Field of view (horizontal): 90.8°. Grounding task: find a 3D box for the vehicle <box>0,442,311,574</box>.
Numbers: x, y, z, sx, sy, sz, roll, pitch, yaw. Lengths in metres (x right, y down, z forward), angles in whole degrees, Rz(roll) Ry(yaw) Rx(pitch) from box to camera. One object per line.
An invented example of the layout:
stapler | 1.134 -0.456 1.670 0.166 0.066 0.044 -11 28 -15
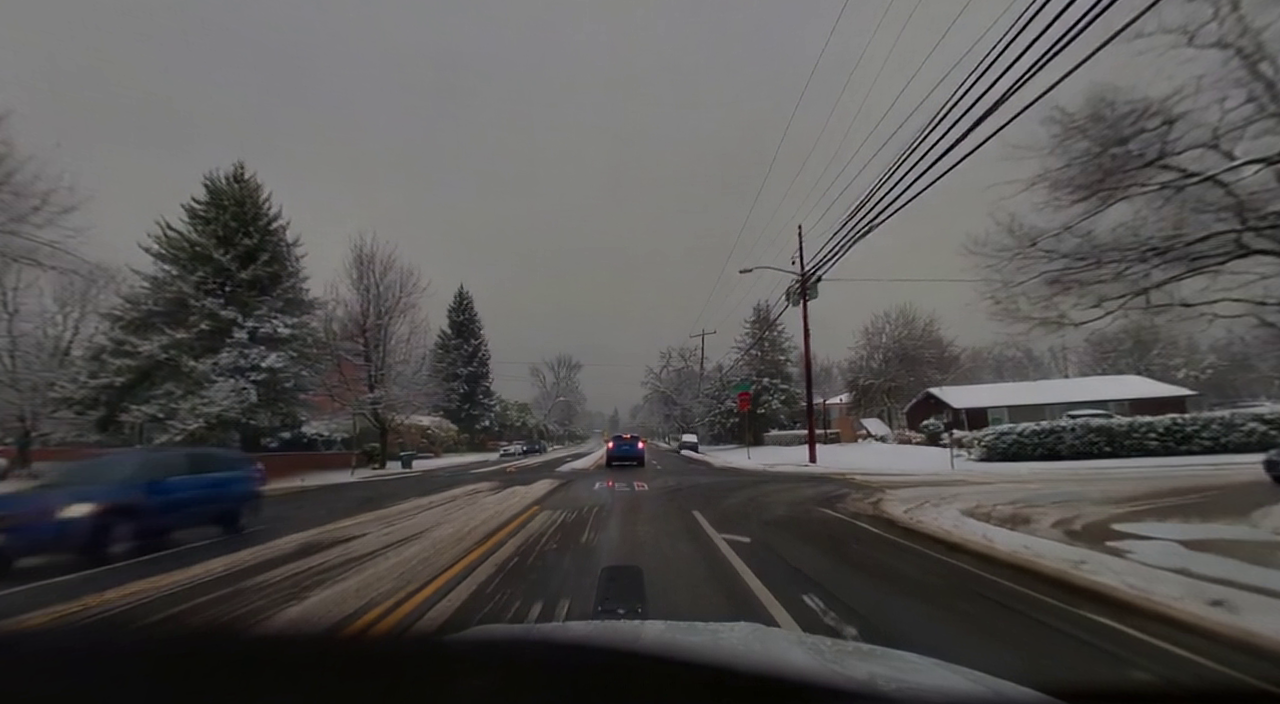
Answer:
vehicle | -7.111 2.098 9.406 2.034 1.464 4.438 0 -8 0

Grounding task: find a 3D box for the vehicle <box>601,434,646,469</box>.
vehicle | -0.695 4.426 28.162 1.877 1.448 3.830 0 -8 0
